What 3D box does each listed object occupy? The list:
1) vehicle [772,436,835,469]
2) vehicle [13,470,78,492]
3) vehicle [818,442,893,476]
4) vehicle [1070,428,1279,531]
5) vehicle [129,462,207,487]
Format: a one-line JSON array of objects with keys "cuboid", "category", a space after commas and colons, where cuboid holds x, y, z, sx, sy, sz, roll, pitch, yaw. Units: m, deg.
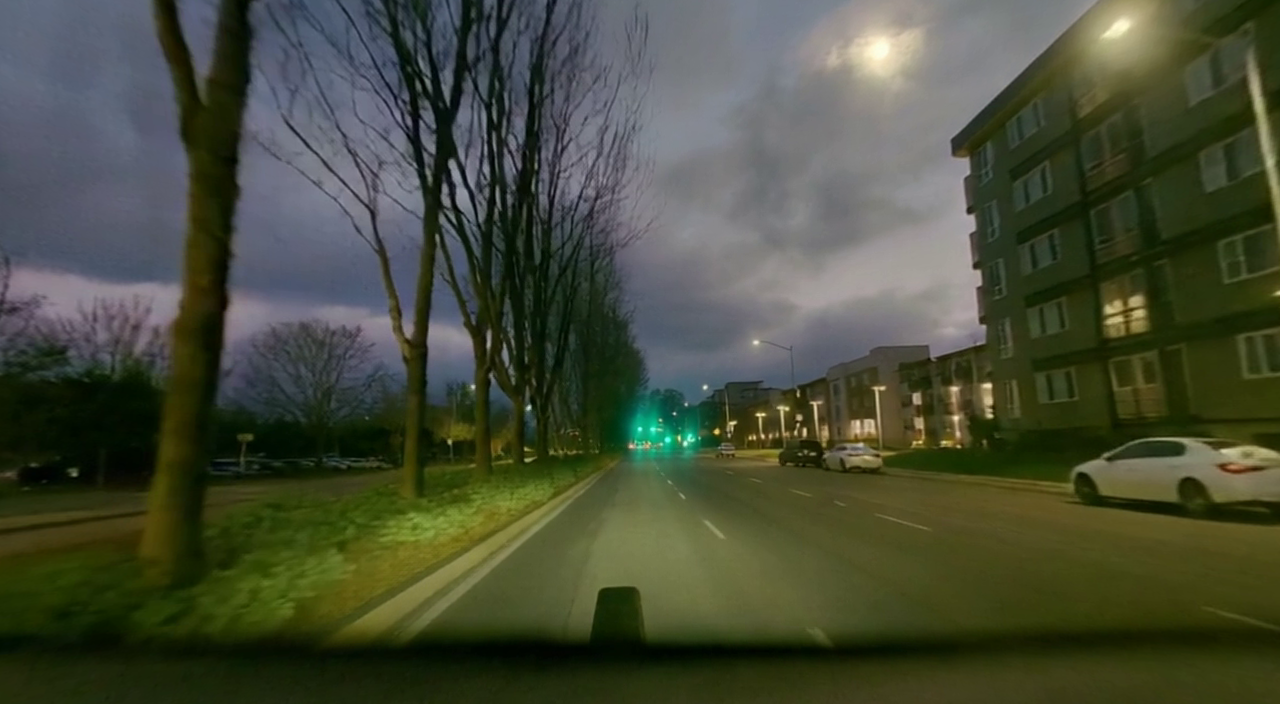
[{"cuboid": [9.763, 6.054, 38.204, 2.272, 1.843, 4.913, 0, -9, -3], "category": "vehicle"}, {"cuboid": [-46.908, 10.181, 49.926, 3.617, 1.424, 1.636, 5, -13, -42], "category": "vehicle"}, {"cuboid": [10.029, 4.990, 29.755, 1.964, 1.477, 4.459, 0, -9, 0], "category": "vehicle"}, {"cuboid": [10.158, 2.091, 10.756, 2.011, 1.466, 4.989, 0, -9, -3], "category": "vehicle"}, {"cuboid": [-32.762, 8.479, 43.884, 3.802, 1.590, 1.968, 0, -9, 2], "category": "vehicle"}]
